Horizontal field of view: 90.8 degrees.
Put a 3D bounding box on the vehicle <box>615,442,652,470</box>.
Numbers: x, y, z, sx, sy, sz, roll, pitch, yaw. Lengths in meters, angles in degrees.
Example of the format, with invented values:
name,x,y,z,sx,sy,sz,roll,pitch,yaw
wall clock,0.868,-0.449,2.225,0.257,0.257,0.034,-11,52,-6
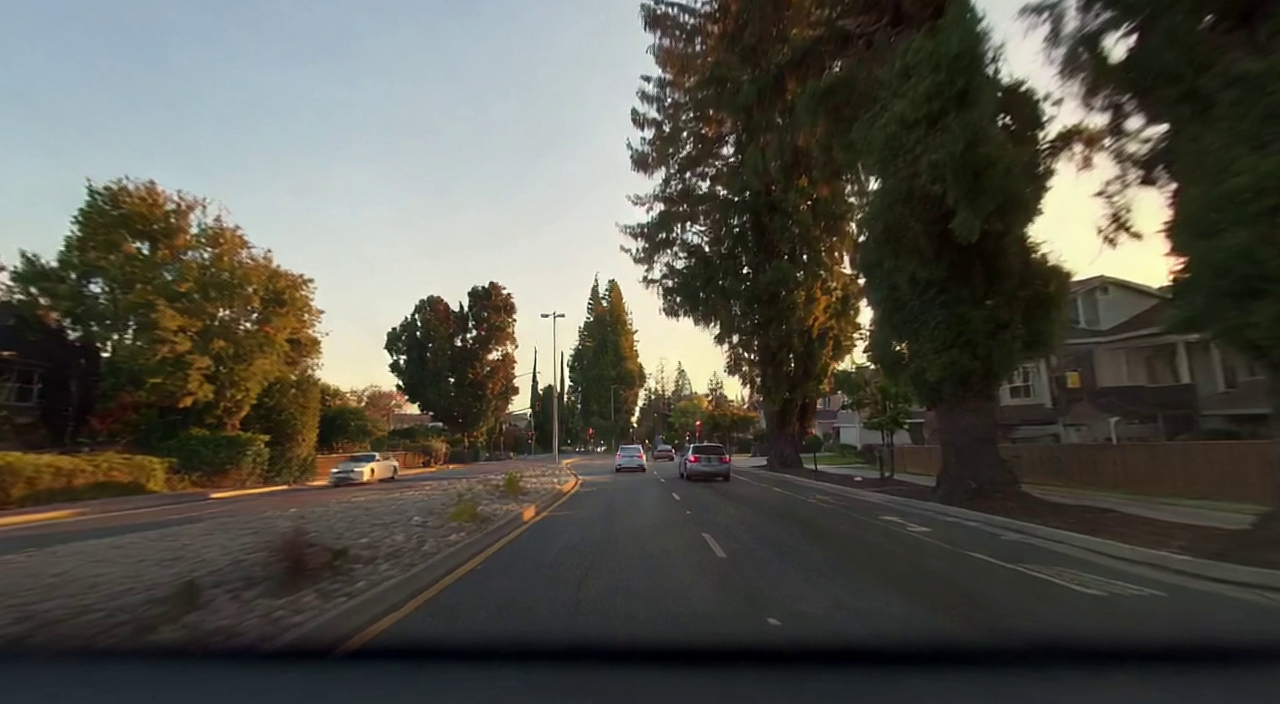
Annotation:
name,x,y,z,sx,sy,sz,roll,pitch,yaw
vehicle,-0.391,6.101,37.240,2.018,1.511,3.993,0,-8,-1

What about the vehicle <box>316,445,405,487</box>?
name,x,y,z,sx,sy,sz,roll,pitch,yaw
vehicle,-12.466,5.080,28.569,1.993,1.708,4.623,0,-8,-1

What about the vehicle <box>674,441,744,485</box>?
name,x,y,z,sx,sy,sz,roll,pitch,yaw
vehicle,2.496,4.141,24.018,2.057,1.496,4.401,0,-8,-1
